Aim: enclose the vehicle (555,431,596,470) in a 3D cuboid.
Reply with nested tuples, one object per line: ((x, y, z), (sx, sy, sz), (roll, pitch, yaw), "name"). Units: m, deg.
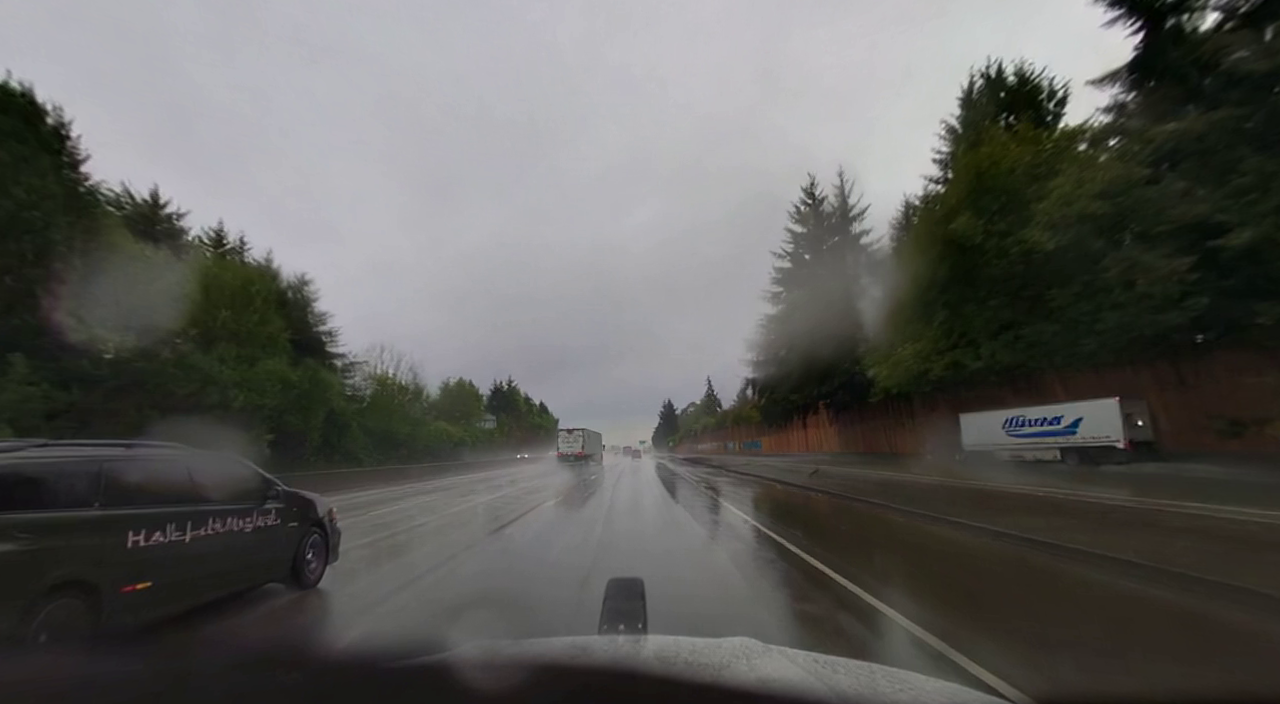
((-4.393, 6.881, 43.997), (2.305, 2.517, 5.486), (0, -9, 0), "vehicle")

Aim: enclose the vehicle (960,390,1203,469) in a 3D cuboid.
((26.227, 5.002, 39.074), (2.782, 4.082, 12.925), (3, -9, -19), "vehicle")

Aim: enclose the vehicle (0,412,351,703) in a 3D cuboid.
((-4.238, 1.296, 4.725), (2.024, 1.476, 4.466), (0, -9, 0), "vehicle")
